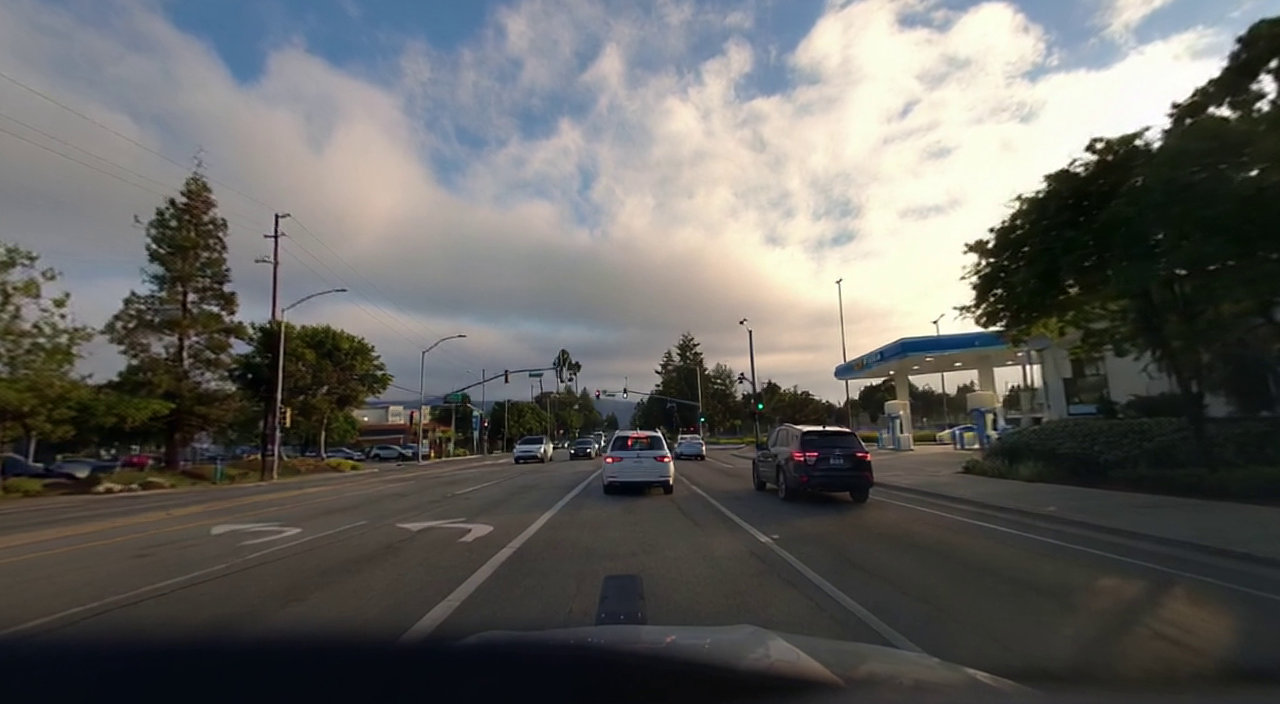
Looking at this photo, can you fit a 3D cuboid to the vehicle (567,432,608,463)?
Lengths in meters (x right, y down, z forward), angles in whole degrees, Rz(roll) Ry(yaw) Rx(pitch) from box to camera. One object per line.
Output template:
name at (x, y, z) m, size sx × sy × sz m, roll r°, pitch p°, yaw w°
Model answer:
vehicle at (-3.184, 5.885, 38.961) m, size 2.155 × 1.745 × 4.248 m, roll 0°, pitch -8°, yaw 0°

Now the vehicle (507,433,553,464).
vehicle at (-6.591, 5.838, 38.334) m, size 1.994 × 1.695 × 4.471 m, roll 0°, pitch -8°, yaw 0°

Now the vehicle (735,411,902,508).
vehicle at (3.735, 2.372, 14.387) m, size 2.116 × 1.791 × 5.006 m, roll 0°, pitch -8°, yaw -3°

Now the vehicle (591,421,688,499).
vehicle at (-0.087, 2.683, 16.049) m, size 2.164 × 1.718 × 3.881 m, roll 0°, pitch -8°, yaw -2°
